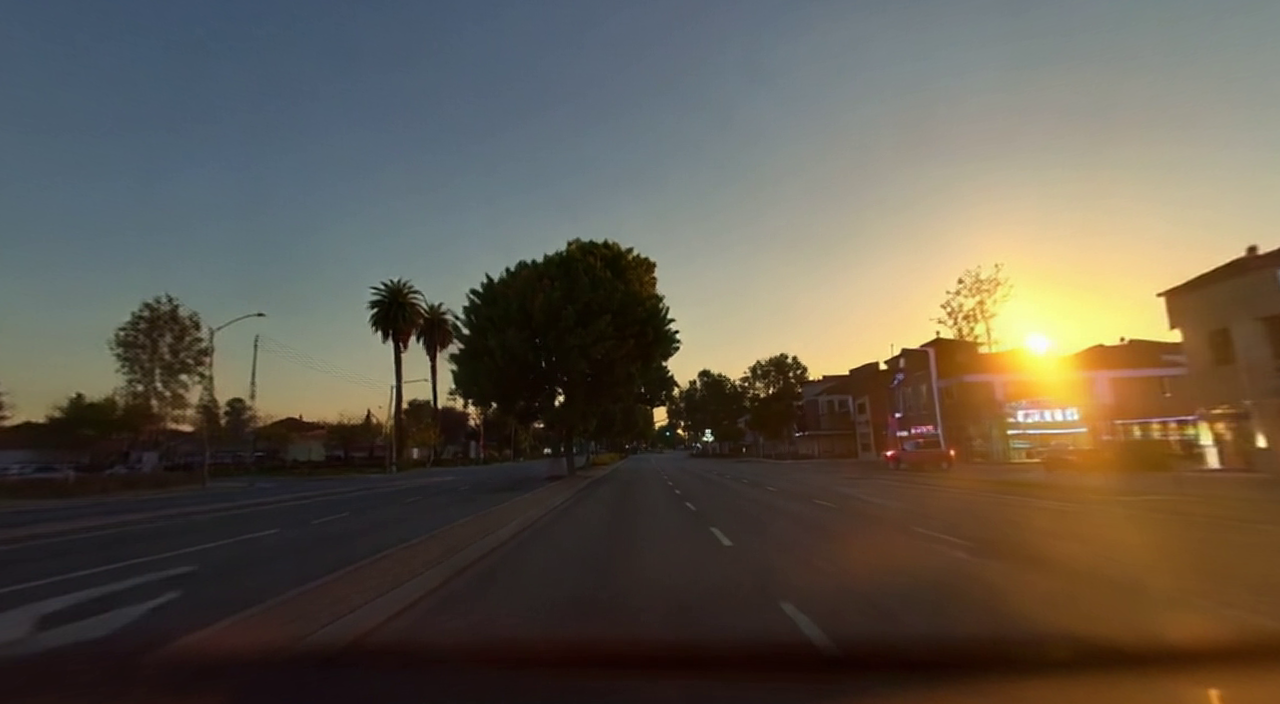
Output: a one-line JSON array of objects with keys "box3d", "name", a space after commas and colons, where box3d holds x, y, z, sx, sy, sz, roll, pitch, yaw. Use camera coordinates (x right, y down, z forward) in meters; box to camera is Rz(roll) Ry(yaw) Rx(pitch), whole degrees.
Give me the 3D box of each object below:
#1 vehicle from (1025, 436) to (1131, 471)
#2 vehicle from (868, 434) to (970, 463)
[{"box3d": [20.467, 4.754, 29.650, 3.576, 1.443, 1.822, -2, -8, -2], "name": "vehicle"}, {"box3d": [21.480, 7.449, 48.822, 6.489, 2.179, 2.882, 0, -8, -2], "name": "vehicle"}]
